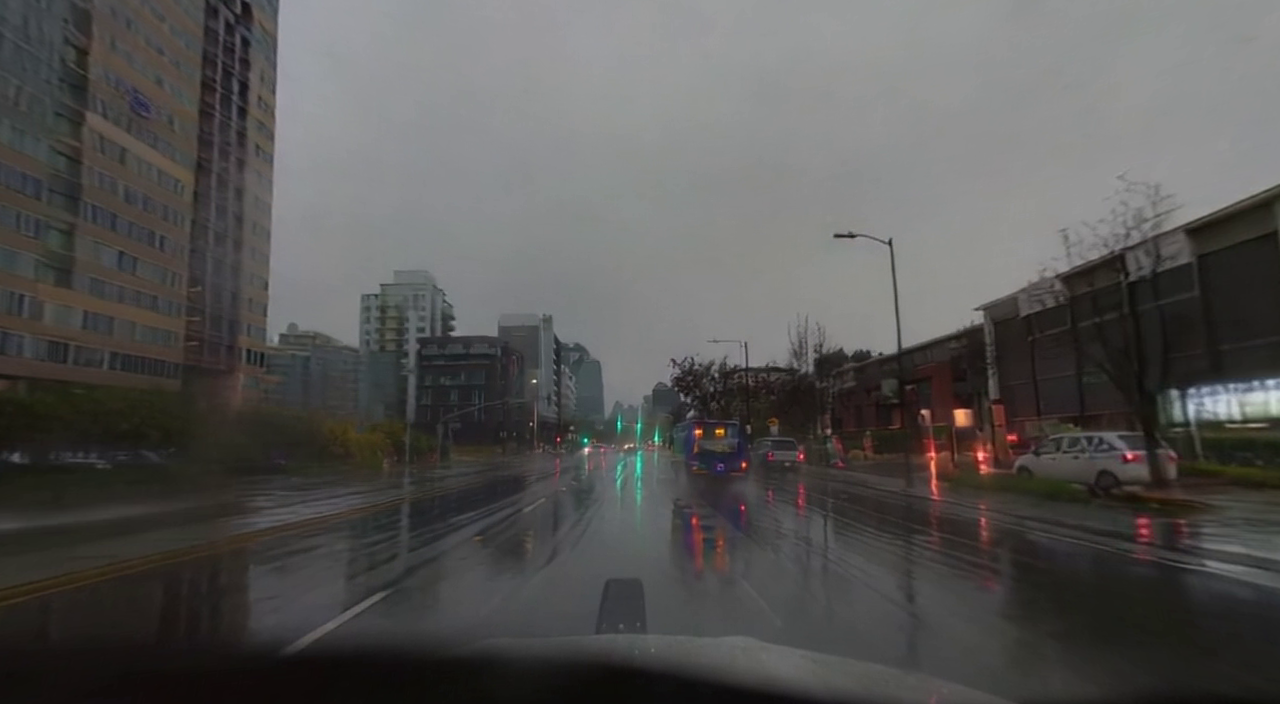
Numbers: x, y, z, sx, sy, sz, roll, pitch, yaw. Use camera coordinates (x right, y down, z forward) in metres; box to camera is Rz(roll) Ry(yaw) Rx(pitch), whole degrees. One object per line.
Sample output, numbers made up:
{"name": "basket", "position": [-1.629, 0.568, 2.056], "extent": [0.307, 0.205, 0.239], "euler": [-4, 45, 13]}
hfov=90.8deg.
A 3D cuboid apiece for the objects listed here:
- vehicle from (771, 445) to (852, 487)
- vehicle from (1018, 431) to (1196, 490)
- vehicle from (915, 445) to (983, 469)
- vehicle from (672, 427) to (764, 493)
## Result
{"name": "vehicle", "position": [6.480, 4.341, 24.386], "extent": [1.795, 1.459, 4.333], "euler": [0, -9, -1]}
{"name": "vehicle", "position": [14.558, 3.394, 20.107], "extent": [1.975, 1.648, 4.451], "euler": [1, -9, -5]}
{"name": "vehicle", "position": [19.860, 6.746, 40.887], "extent": [1.780, 1.474, 4.533], "euler": [0, -8, -5]}
{"name": "vehicle", "position": [2.281, 3.364, 19.951], "extent": [2.130, 1.787, 5.126], "euler": [0, -9, -1]}
